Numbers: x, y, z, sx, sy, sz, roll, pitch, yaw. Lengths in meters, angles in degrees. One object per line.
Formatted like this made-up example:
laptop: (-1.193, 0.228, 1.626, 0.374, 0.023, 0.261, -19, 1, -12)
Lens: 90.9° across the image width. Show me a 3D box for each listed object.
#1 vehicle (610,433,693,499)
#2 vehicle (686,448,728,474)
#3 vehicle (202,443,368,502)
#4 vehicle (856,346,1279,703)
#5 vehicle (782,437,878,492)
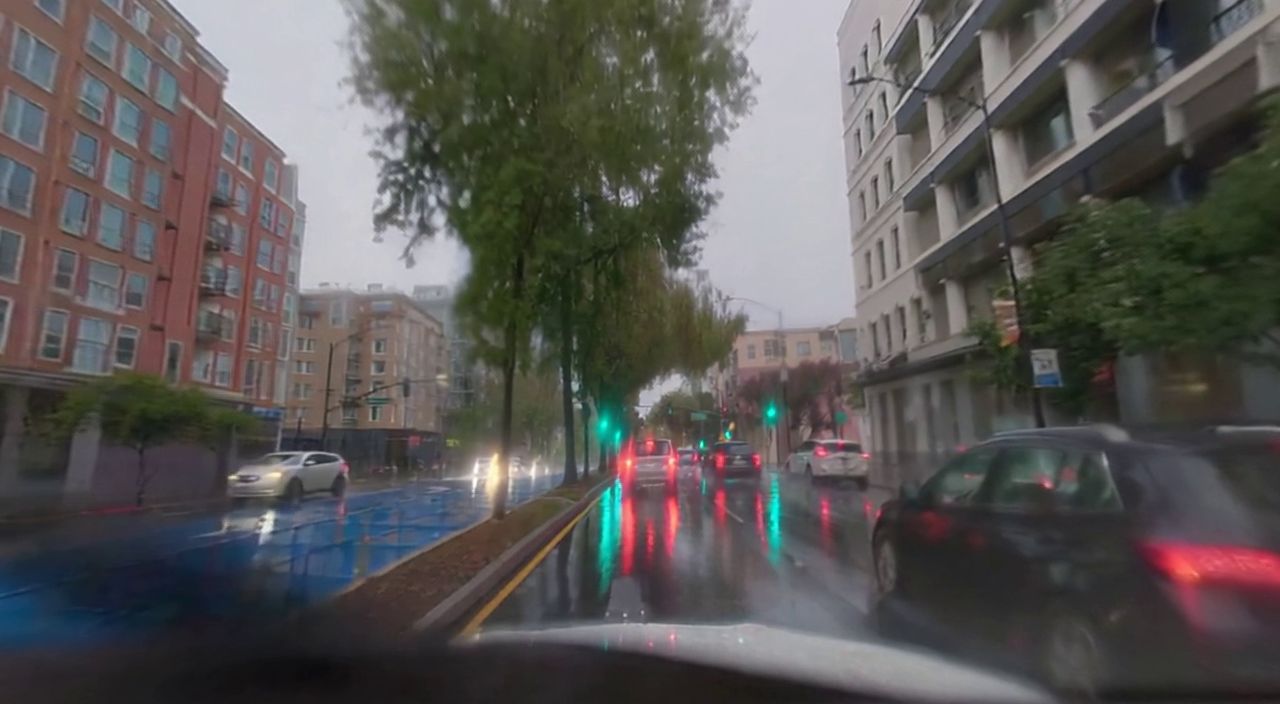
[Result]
vehicle: (0.324, 3.394, 19.114, 2.209, 1.748, 4.130, 0, -9, 0)
vehicle: (3.891, 6.427, 37.412, 2.045, 1.465, 4.355, 0, -9, 0)
vehicle: (-13.886, 4.731, 25.412, 2.640, 2.054, 6.504, -1, -9, 3)
vehicle: (3.168, 1.149, 4.328, 1.939, 1.746, 4.091, 0, -9, 1)
vehicle: (6.709, 4.028, 22.888, 2.066, 1.790, 4.663, 0, -9, 1)
